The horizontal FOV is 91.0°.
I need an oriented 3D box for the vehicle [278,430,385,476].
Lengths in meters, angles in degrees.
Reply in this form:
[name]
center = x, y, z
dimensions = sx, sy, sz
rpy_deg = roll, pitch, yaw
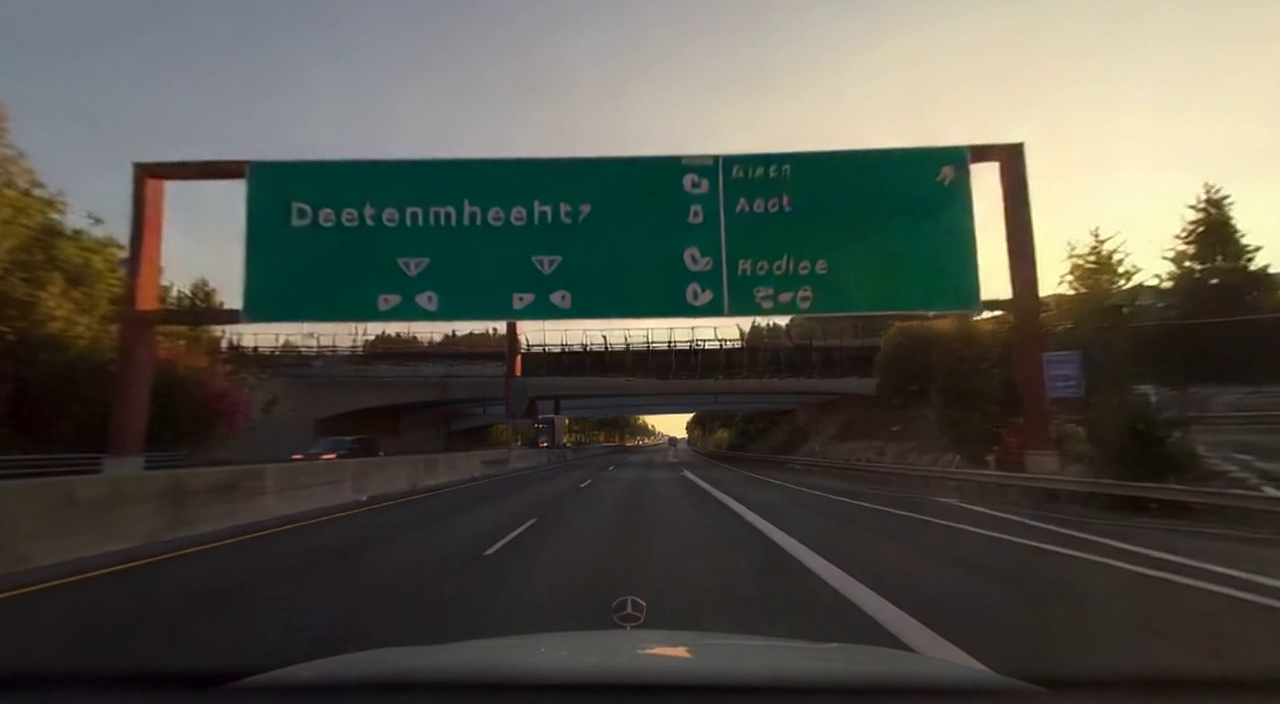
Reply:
[vehicle]
center = -14.042, 4.629, 29.110
dimensions = 2.003, 1.930, 5.528
rpy_deg = 0, -8, 2
